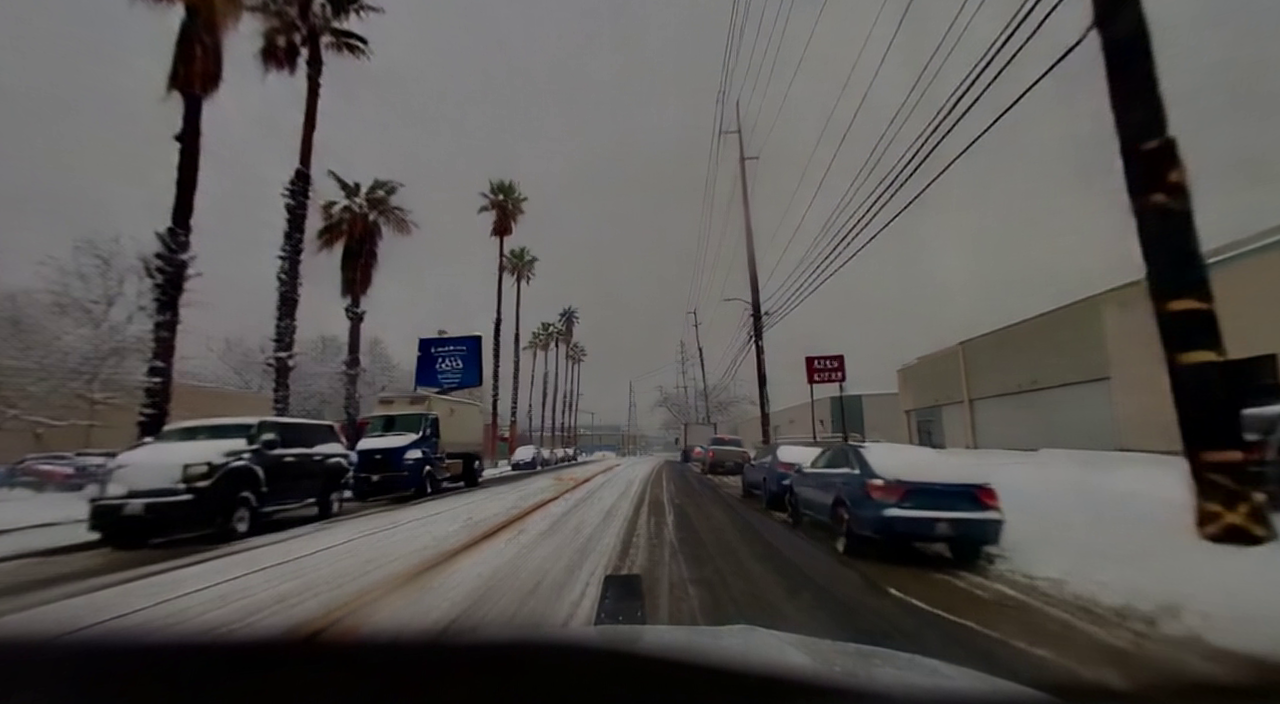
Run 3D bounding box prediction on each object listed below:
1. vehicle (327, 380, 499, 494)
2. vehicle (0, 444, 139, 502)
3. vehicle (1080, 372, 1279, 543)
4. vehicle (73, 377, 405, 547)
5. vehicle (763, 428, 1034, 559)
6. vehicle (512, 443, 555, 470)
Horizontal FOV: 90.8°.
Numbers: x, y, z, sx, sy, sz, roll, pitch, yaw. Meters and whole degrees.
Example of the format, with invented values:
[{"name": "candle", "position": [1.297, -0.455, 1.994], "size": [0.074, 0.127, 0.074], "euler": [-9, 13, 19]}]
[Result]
[{"name": "vehicle", "position": [-7.704, 3.127, 22.945], "size": [2.941, 3.418, 7.738], "euler": [-1, -9, 3]}, {"name": "vehicle", "position": [-17.131, 3.288, 17.402], "size": [4.890, 1.483, 2.055], "euler": [0, -9, 1]}, {"name": "vehicle", "position": [9.017, 1.443, 9.307], "size": [2.325, 1.877, 5.987], "euler": [-6, -9, 17]}, {"name": "vehicle", "position": [-8.101, 2.370, 14.325], "size": [2.845, 2.738, 7.208], "euler": [-3, -8, 0]}, {"name": "vehicle", "position": [3.563, 2.061, 10.043], "size": [2.246, 1.533, 4.971], "euler": [0, -9, 1]}, {"name": "vehicle", "position": [-7.057, 6.965, 42.369], "size": [1.936, 1.632, 4.145], "euler": [-3, -8, 3]}]
